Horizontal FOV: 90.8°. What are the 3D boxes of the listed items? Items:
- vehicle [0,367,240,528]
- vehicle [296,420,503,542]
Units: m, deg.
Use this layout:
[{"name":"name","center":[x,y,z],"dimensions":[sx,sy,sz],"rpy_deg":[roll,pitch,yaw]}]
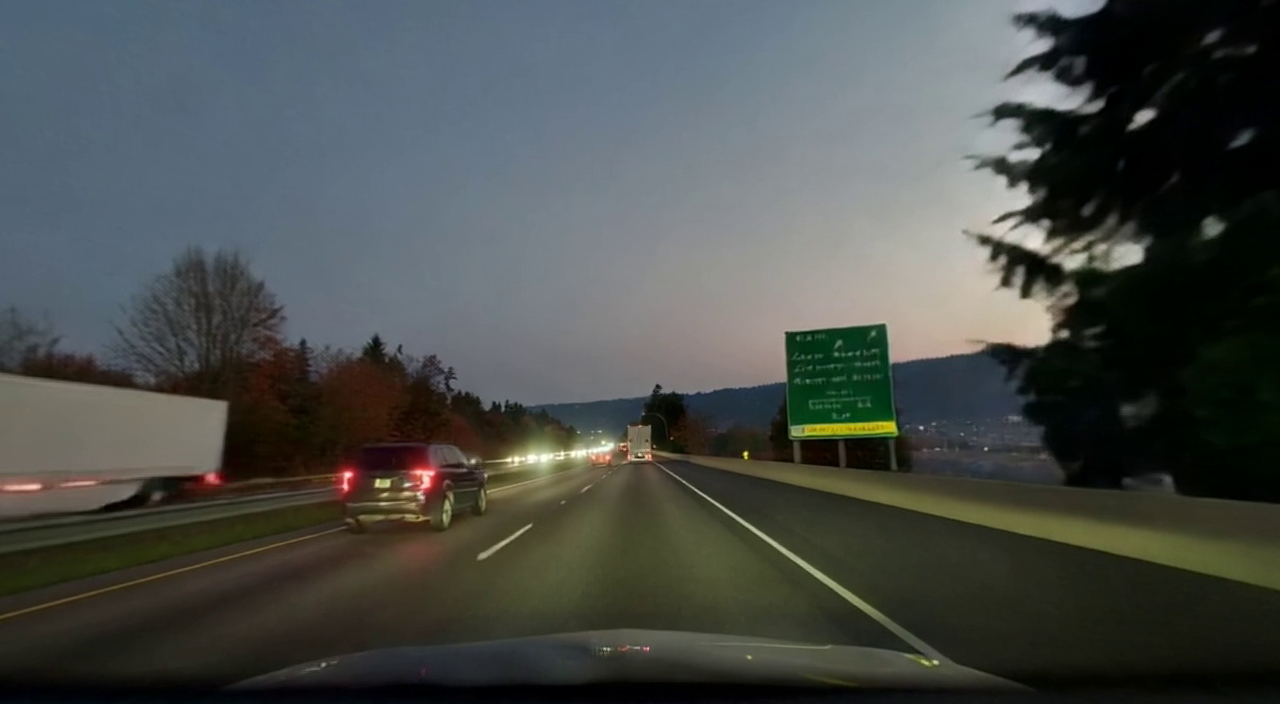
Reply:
[{"name":"vehicle","center":[-17.694,2.810,18.433],"dimensions":[2.882,4.056,13.958],"rpy_deg":[0,-9,0]},{"name":"vehicle","center":[-4.208,2.348,12.100],"dimensions":[2.079,1.845,4.654],"rpy_deg":[0,-9,1]}]
